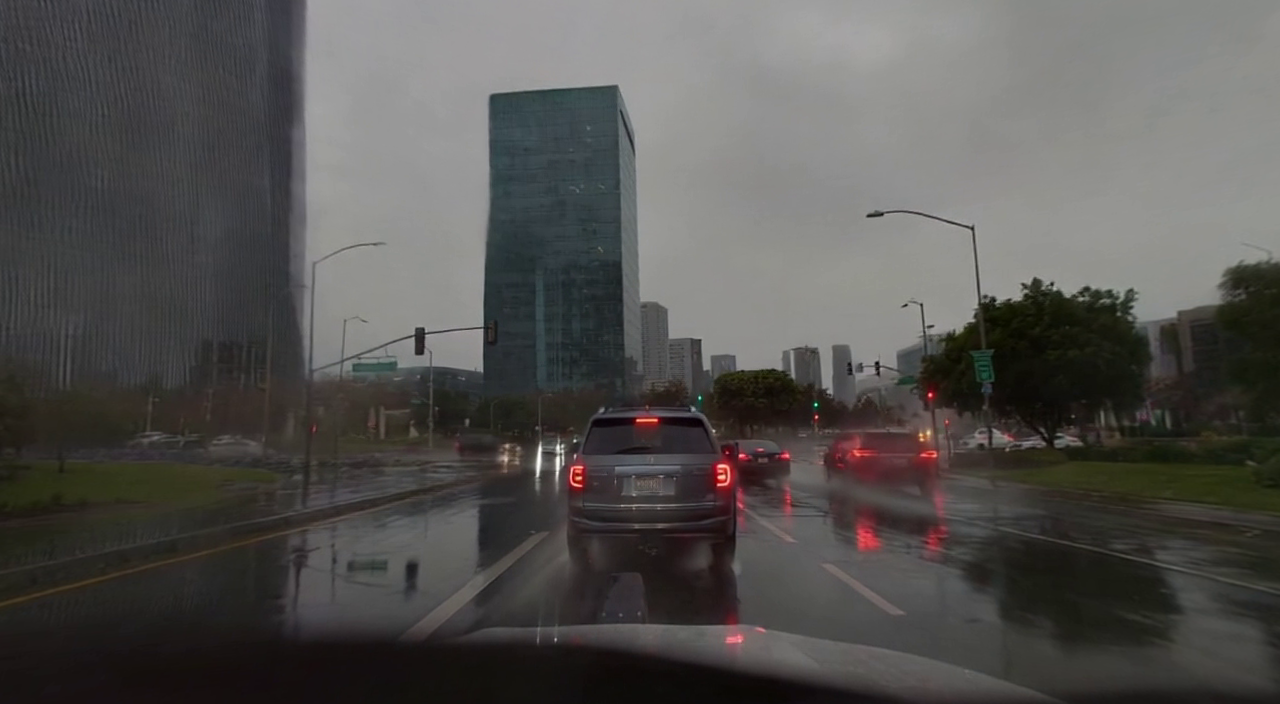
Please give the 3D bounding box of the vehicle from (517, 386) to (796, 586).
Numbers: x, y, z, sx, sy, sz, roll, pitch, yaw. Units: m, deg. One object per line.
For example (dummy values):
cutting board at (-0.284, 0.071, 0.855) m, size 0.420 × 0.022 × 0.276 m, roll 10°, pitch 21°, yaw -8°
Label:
vehicle at (0.148, 1.605, 8.262) m, size 2.601 × 1.878 × 4.535 m, roll 0°, pitch -9°, yaw 0°

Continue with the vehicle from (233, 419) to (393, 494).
vehicle at (-11.481, 3.775, 22.951) m, size 2.717 × 2.310 × 6.448 m, roll 1°, pitch -9°, yaw -4°

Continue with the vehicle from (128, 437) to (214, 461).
vehicle at (-34.616, 7.175, 46.556) m, size 4.622 × 1.742 × 1.965 m, roll 0°, pitch -9°, yaw -2°
